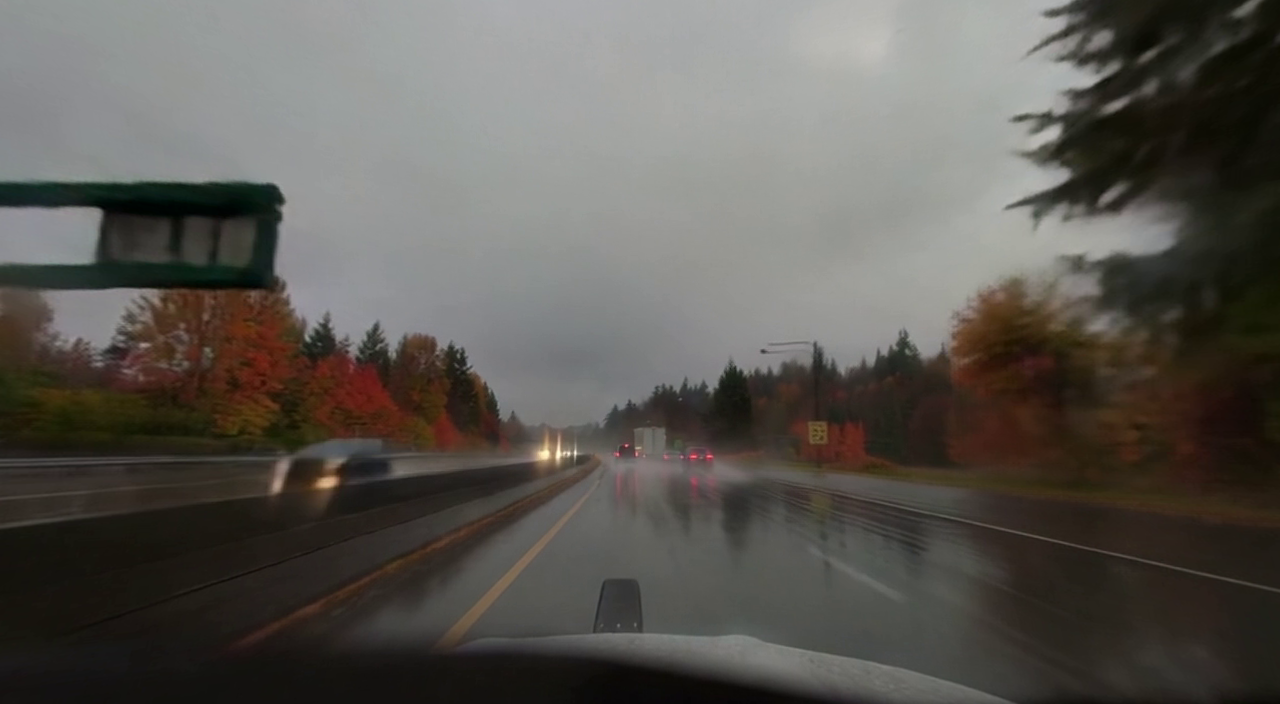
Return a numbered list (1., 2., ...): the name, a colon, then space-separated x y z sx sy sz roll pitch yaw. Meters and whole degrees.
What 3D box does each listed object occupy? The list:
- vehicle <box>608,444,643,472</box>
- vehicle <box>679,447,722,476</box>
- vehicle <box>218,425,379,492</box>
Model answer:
1. vehicle: -0.991 7.018 41.599 2.151 1.693 4.201 0 -9 -2
2. vehicle: 3.344 6.143 35.324 1.968 1.513 3.911 0 -9 -2
3. vehicle: -8.810 2.811 16.706 1.898 1.521 4.308 0 -9 -1
